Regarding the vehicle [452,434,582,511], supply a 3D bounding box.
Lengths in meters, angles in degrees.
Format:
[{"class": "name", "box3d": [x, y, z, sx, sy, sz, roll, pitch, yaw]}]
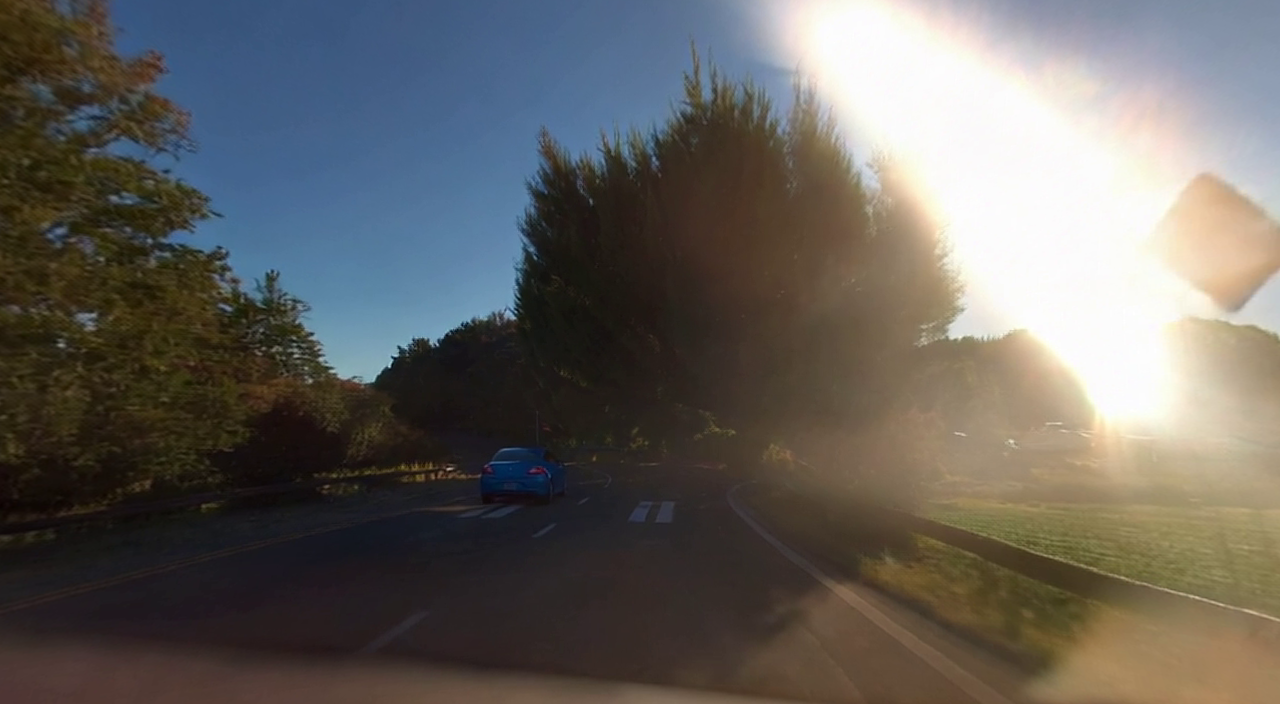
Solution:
[{"class": "vehicle", "box3d": [-2.784, 2.866, 15.307, 2.078, 1.607, 3.959, -1, -9, 4]}]
